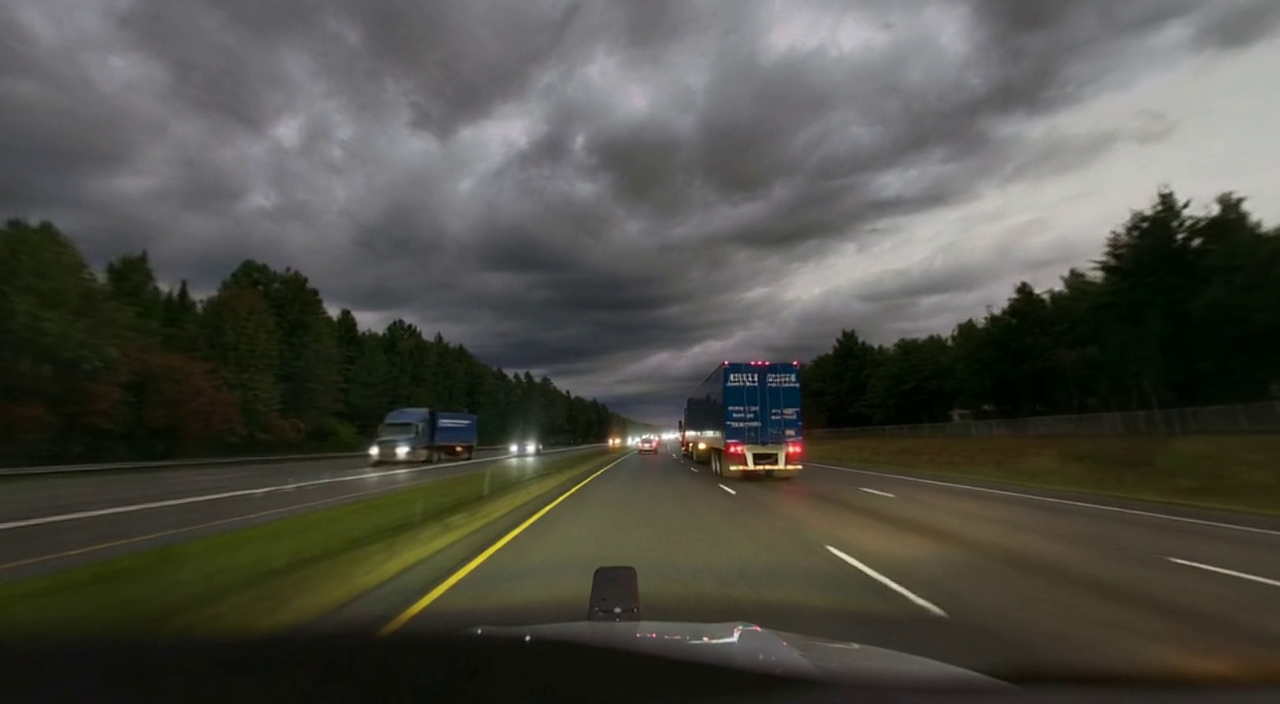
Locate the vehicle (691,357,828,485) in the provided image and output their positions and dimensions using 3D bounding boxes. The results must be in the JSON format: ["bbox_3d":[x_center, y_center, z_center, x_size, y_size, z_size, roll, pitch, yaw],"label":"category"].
[{"bbox_3d":[4.350,3.079,26.925,3.171,4.072,13.784,0,-8,0],"label":"vehicle"}]

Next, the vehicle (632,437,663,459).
[{"bbox_3d":[0.575,7.190,47.434,2.209,1.499,4.144,0,-8,0],"label":"vehicle"}]

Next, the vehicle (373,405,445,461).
[{"bbox_3d":[-17.611,6.268,48.462,3.000,4.016,5.901,-1,-8,2],"label":"vehicle"}]
